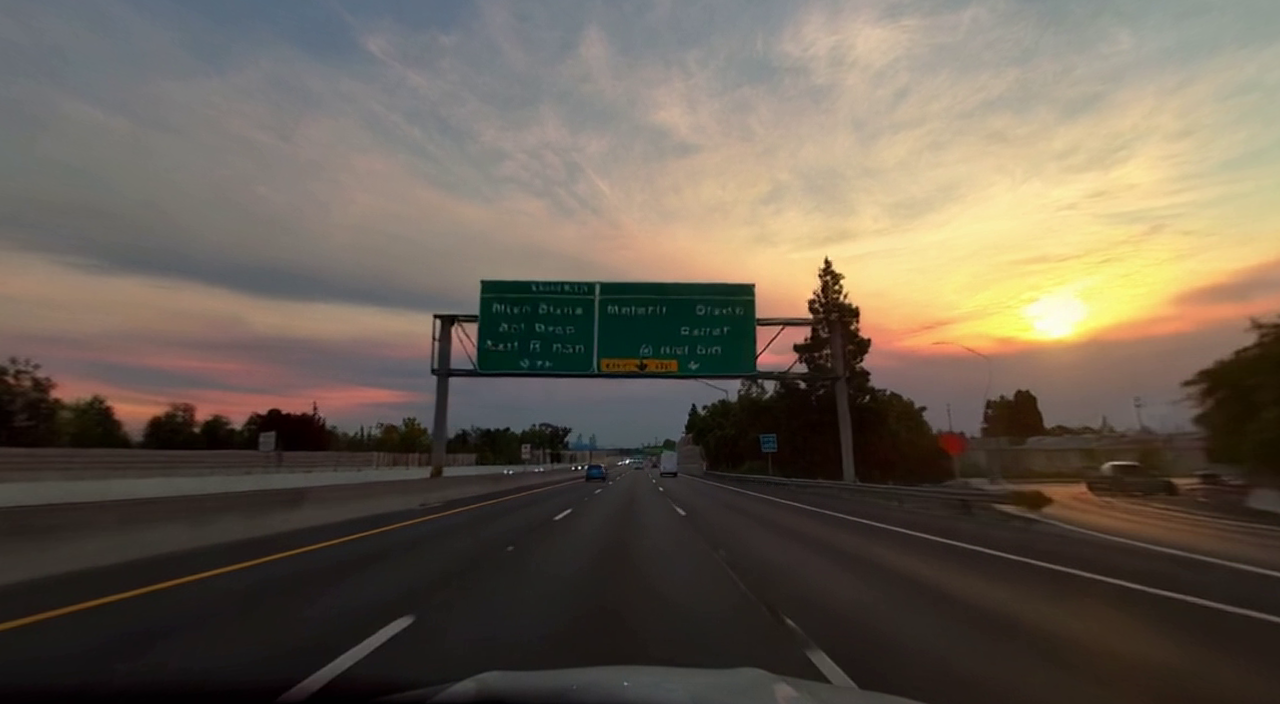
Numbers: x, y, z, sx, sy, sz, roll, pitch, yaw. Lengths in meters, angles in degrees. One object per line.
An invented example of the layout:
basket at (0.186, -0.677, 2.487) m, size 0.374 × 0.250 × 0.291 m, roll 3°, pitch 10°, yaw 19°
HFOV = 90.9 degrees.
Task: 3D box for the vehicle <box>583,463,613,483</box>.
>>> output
vehicle at (-3.227, 9.482, 49.484) m, size 2.045 × 1.487 × 4.582 m, roll 1°, pitch -10°, yaw 0°

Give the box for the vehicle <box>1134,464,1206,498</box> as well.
vehicle at (31.197, 7.539, 37.007) m, size 5.018 × 1.781 × 2.164 m, roll 9°, pitch -13°, yaw -39°
